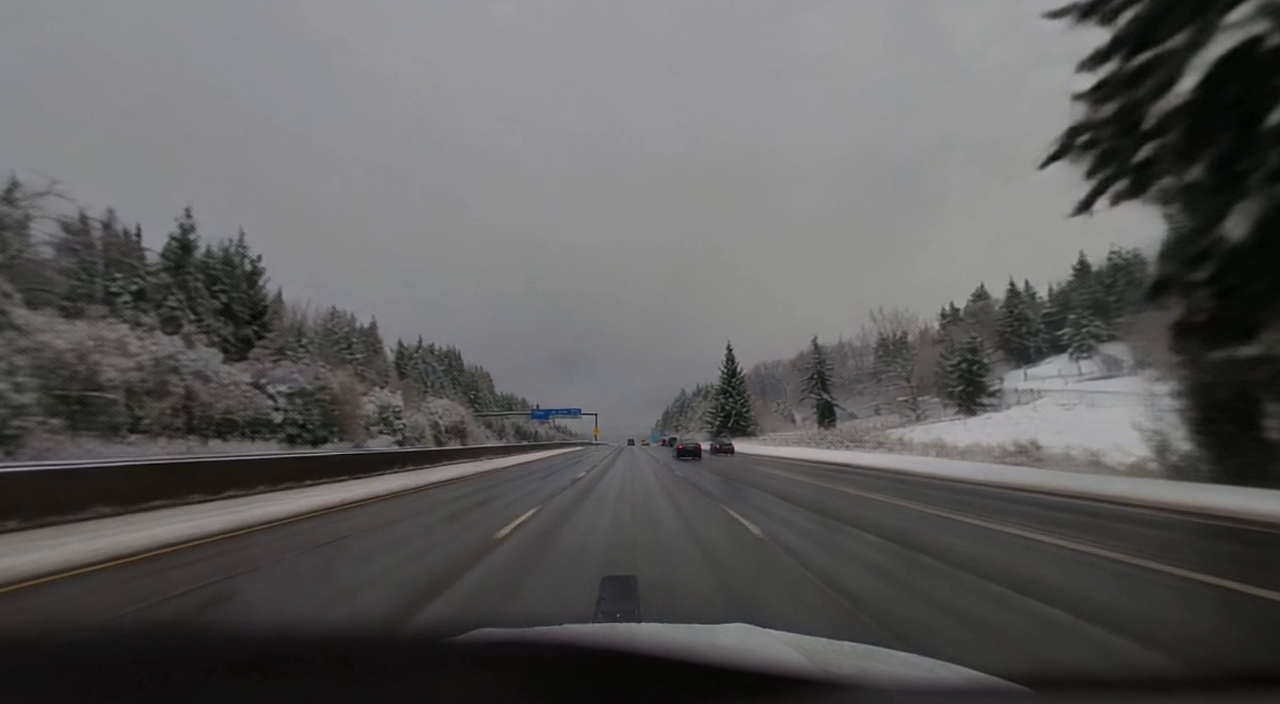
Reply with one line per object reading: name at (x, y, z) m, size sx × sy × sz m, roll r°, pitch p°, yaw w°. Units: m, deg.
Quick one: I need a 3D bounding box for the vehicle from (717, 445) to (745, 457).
vehicle at (6.875, 7.502, 47.852) m, size 1.535 × 0.862 × 2.814 m, roll 0°, pitch -8°, yaw -4°

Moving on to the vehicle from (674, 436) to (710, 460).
vehicle at (3.250, 6.110, 40.263) m, size 1.819 × 1.468 × 3.770 m, roll 0°, pitch -8°, yaw -3°
